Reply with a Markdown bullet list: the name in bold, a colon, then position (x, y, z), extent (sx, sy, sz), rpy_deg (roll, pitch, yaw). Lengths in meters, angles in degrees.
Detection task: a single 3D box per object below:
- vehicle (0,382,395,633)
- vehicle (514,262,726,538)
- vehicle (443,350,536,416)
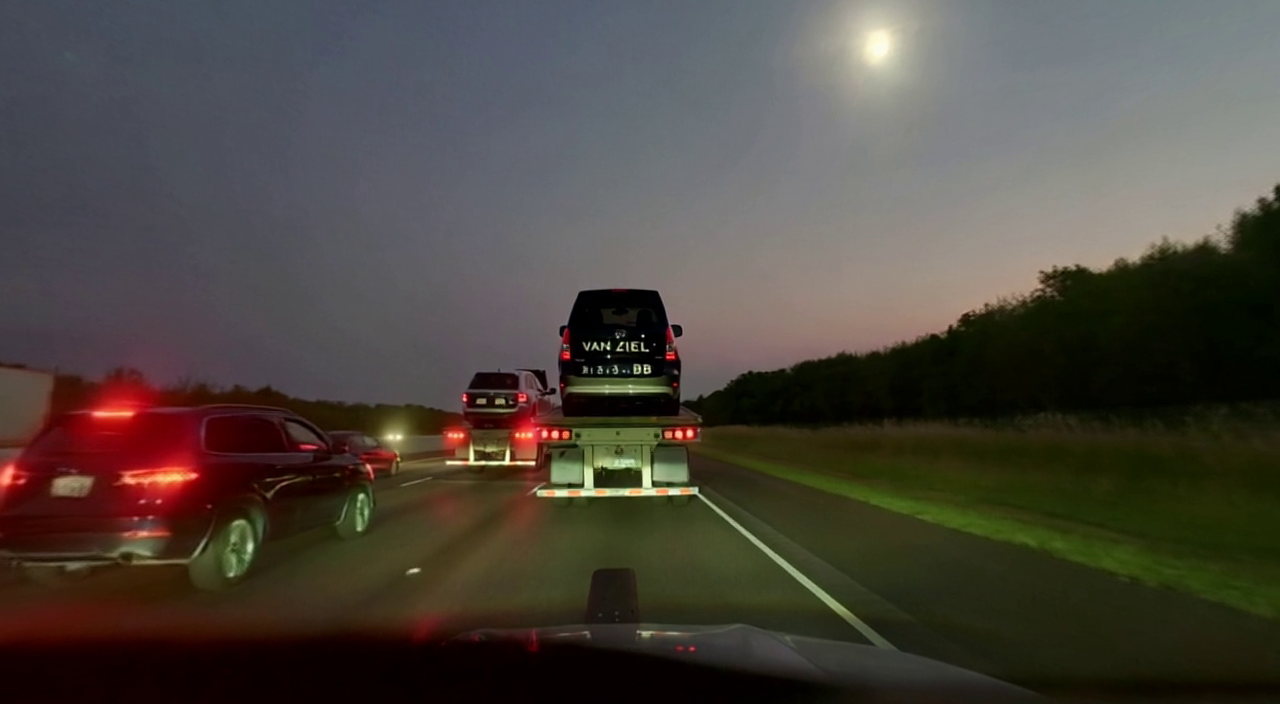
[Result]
- **vehicle**: position (-4.288, 1.323, 6.451), extent (1.914, 1.675, 4.331), rpy_deg (0, -7, -2)
- **vehicle**: position (-0.395, 1.184, 12.929), extent (2.738, 3.628, 9.223), rpy_deg (0, -7, -2)
- **vehicle**: position (-4.815, 1.138, 20.871), extent (2.118, 1.799, 4.591), rpy_deg (0, -7, -3)
